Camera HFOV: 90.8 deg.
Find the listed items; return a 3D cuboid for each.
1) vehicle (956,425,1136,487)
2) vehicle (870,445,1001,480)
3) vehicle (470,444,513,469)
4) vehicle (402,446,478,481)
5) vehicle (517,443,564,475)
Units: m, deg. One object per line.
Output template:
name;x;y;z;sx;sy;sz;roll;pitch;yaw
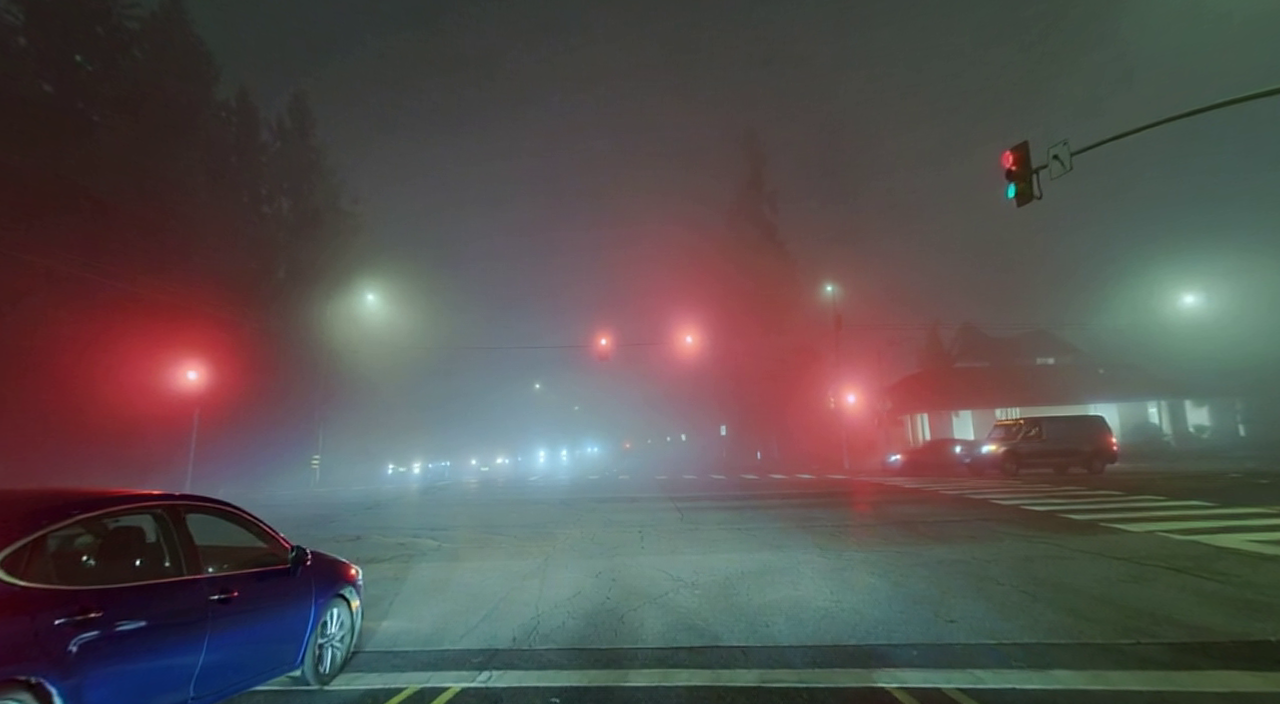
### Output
vehicle;14.835;3.762;23.121;5.910;2.046;2.228;3;-9;-19
vehicle;13.033;4.880;28.037;4.828;1.453;1.919;0;-9;-3
vehicle;-9.020;6.376;38.756;1.779;1.460;4.463;0;-9;-3
vehicle;-9.010;5.032;28.851;2.024;1.460;4.381;0;-9;0
vehicle;-4.769;5.166;30.770;1.846;1.416;4.228;0;-9;-4
